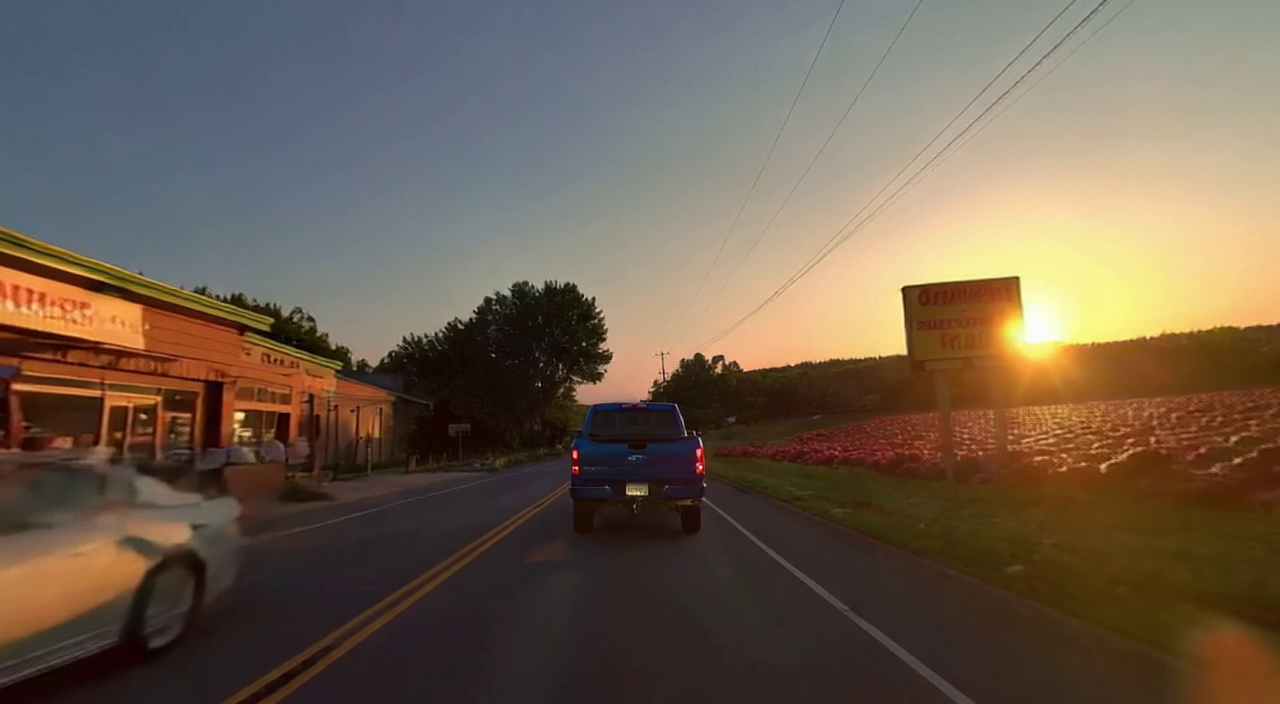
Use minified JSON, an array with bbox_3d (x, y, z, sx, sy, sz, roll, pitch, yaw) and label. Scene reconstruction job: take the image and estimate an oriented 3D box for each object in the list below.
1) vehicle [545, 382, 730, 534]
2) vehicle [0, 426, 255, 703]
[{"bbox_3d":[-0.111,1.985,12.307,2.693,2.223,5.885,0,-8,-2],"label":"vehicle"},{"bbox_3d":[-4.350,1.115,3.164,2.121,1.473,4.390,0,-8,-1],"label":"vehicle"}]
